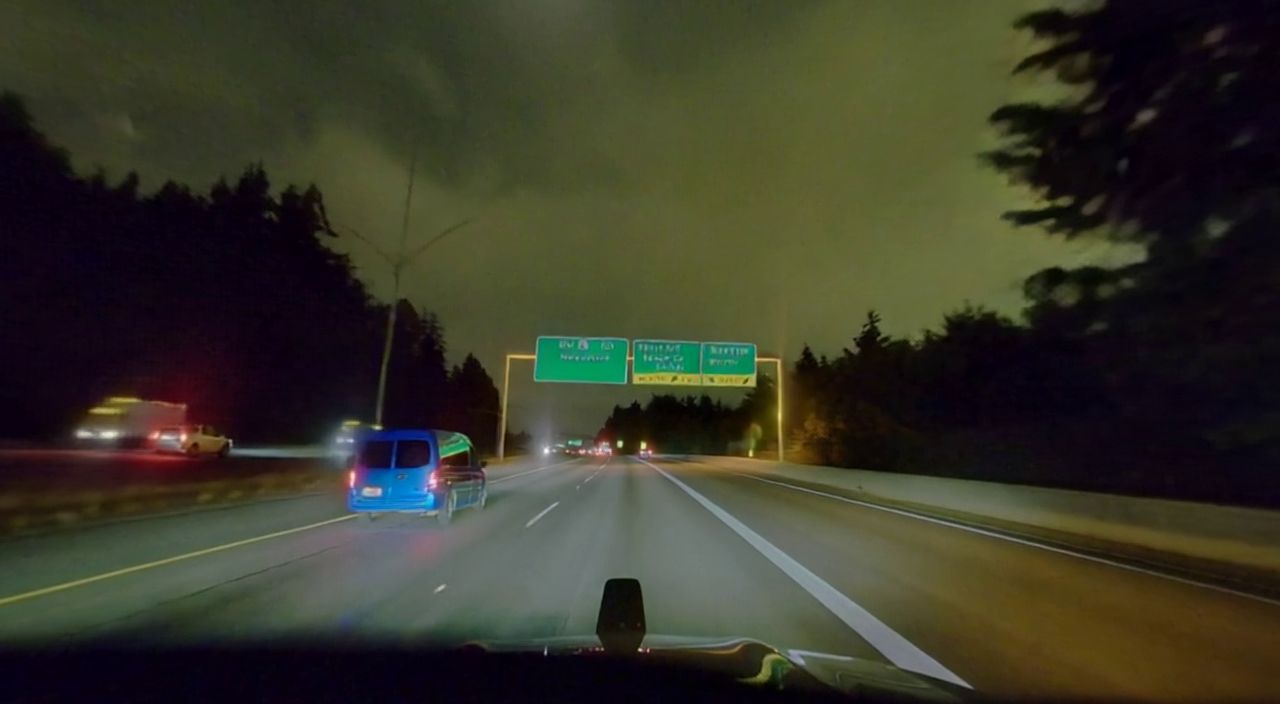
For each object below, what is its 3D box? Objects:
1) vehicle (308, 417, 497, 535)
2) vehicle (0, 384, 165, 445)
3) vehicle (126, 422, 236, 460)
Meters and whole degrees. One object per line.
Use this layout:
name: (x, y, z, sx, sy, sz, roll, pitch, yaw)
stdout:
vehicle: (-4.168, 2.249, 11.980, 1.971, 1.795, 4.389, 0, -9, -2)
vehicle: (-37.562, 4.439, 42.109, 2.733, 3.471, 11.809, 0, -9, -2)
vehicle: (-19.152, 3.771, 26.496, 1.879, 1.492, 3.607, 0, -9, 0)
